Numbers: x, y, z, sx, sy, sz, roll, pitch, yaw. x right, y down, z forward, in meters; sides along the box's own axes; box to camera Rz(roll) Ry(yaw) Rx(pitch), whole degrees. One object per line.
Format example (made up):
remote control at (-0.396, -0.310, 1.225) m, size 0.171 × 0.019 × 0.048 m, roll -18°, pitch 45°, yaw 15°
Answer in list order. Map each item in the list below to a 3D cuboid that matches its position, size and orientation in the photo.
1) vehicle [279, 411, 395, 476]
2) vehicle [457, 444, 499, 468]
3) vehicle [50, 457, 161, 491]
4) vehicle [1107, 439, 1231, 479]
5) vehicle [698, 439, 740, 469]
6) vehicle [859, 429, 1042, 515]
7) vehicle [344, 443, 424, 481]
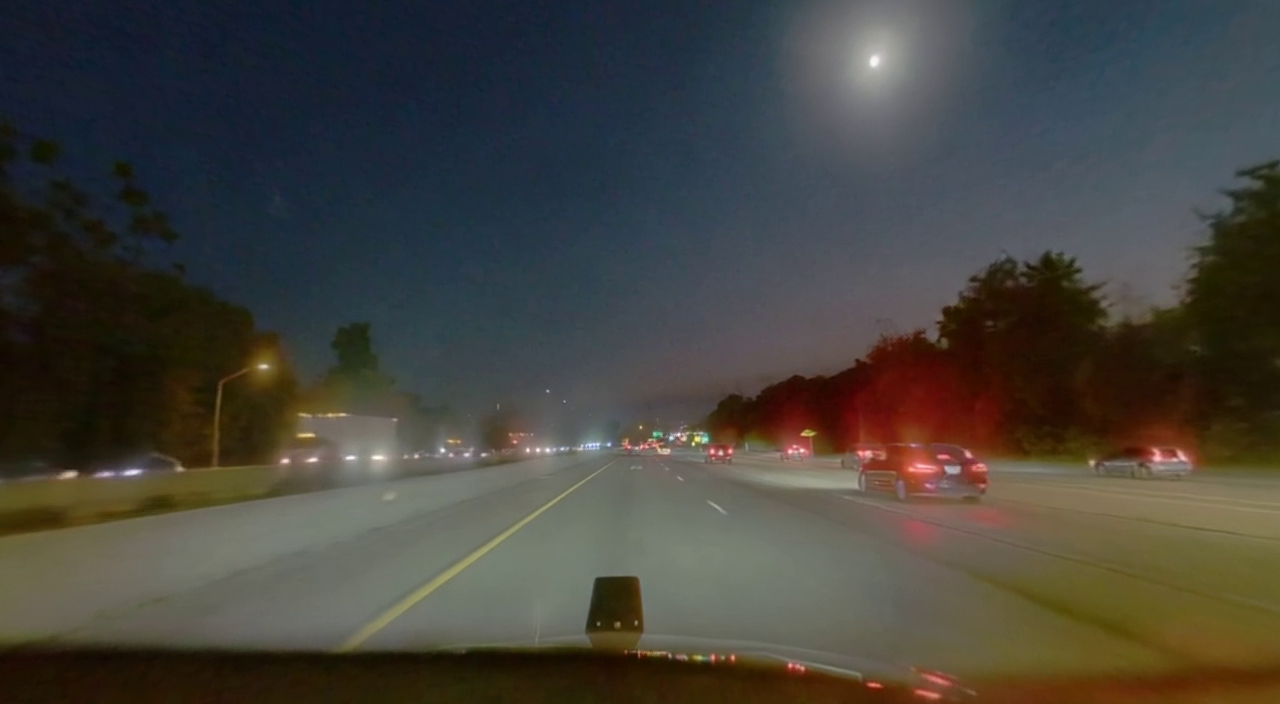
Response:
vehicle at (-19.898, 6.148, 42.272) m, size 2.957 × 3.852 × 9.397 m, roll 0°, pitch -8°, yaw 1°
vehicle at (-12.151, 7.849, 47.565) m, size 1.960 × 1.681 × 4.480 m, roll 0°, pitch -8°, yaw 0°
vehicle at (-27.225, 6.206, 32.287) m, size 1.831 × 1.472 × 4.368 m, roll 0°, pitch -8°, yaw 0°
vehicle at (24.105, 4.877, 28.948) m, size 1.887 × 1.642 × 4.592 m, roll 0°, pitch -8°, yaw 3°
vehicle at (4.763, 6.210, 38.510) m, size 2.035 × 1.704 × 3.867 m, roll 0°, pitch -8°, yaw 0°
vehicle at (6.761, 2.647, 14.386) m, size 1.902 × 1.623 × 4.360 m, roll 0°, pitch -8°, yaw -1°
vehicle at (-12.462, 5.363, 30.973) m, size 2.053 × 1.689 × 4.406 m, roll 0°, pitch -8°, yaw 0°
